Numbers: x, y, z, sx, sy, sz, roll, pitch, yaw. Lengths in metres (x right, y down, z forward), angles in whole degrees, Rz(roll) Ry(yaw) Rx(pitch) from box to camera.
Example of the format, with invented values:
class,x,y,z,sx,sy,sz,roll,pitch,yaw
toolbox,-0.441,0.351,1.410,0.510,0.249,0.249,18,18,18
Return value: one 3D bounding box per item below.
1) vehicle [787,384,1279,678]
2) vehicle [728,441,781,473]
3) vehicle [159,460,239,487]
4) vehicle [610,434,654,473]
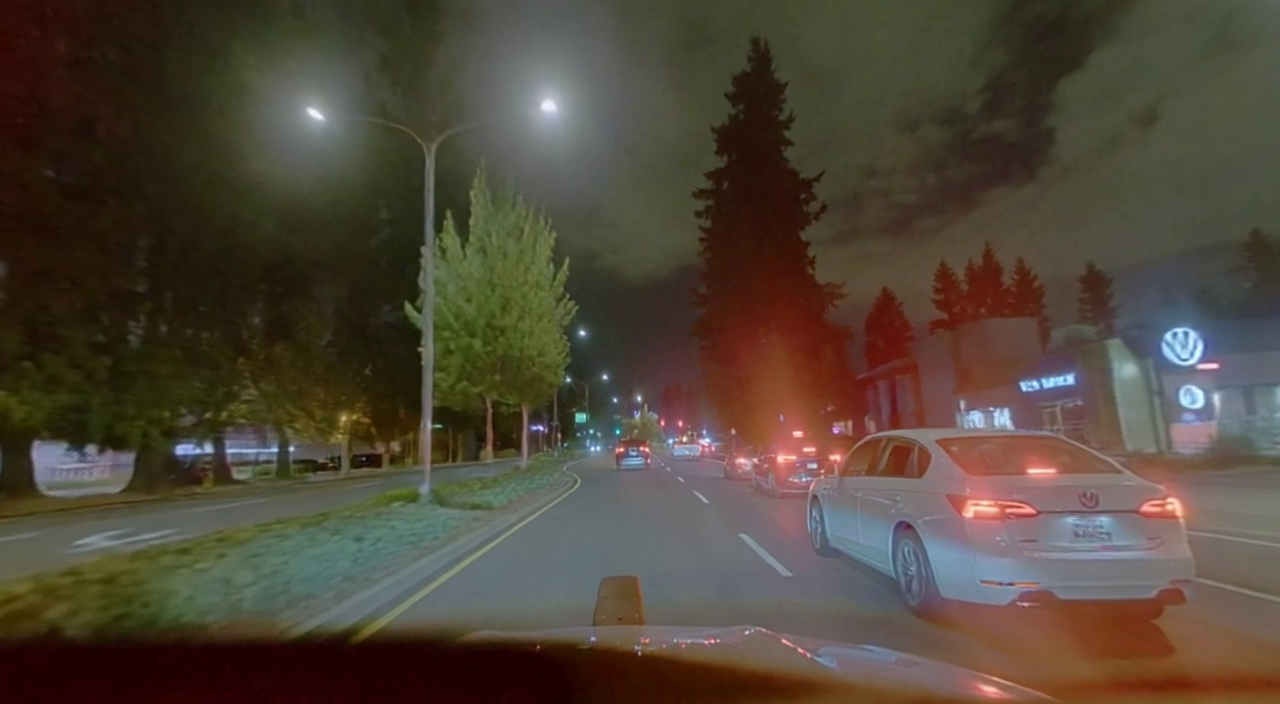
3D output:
class,x,y,z,sx,sy,sz,roll,pitch,yaw
vehicle,3.013,1.345,5.897,2.153,1.658,4.485,0,-8,0
vehicle,5.549,5.144,31.098,1.883,1.452,4.258,0,-8,1
vehicle,-30.123,8.271,43.239,4.040,1.444,1.905,-4,-8,-1
vehicle,-0.406,5.168,32.321,2.106,1.798,4.168,0,-8,0
